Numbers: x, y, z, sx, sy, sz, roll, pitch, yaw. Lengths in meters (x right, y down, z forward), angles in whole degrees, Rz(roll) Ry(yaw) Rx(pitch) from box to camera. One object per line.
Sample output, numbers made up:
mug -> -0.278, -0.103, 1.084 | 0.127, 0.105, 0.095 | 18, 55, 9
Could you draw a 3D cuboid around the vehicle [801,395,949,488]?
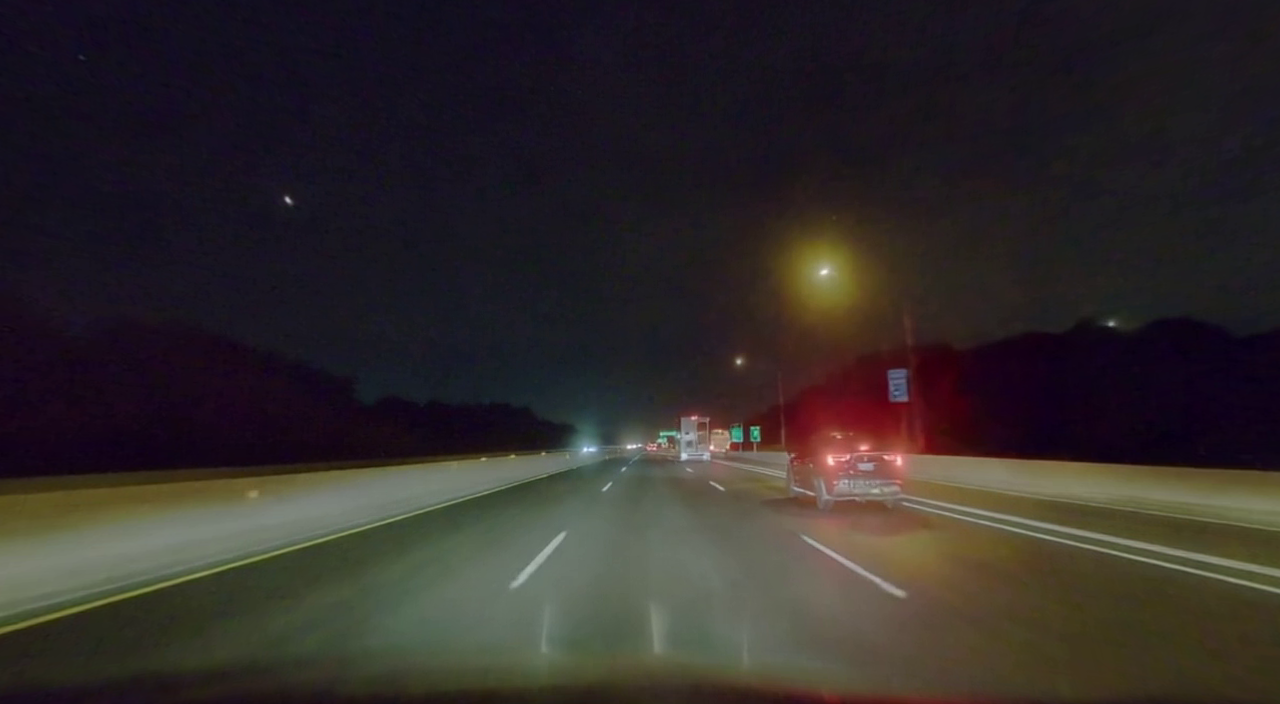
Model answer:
vehicle -> 7.921, 3.179, 22.422 | 2.474, 2.730, 7.349 | 0, -8, 0
